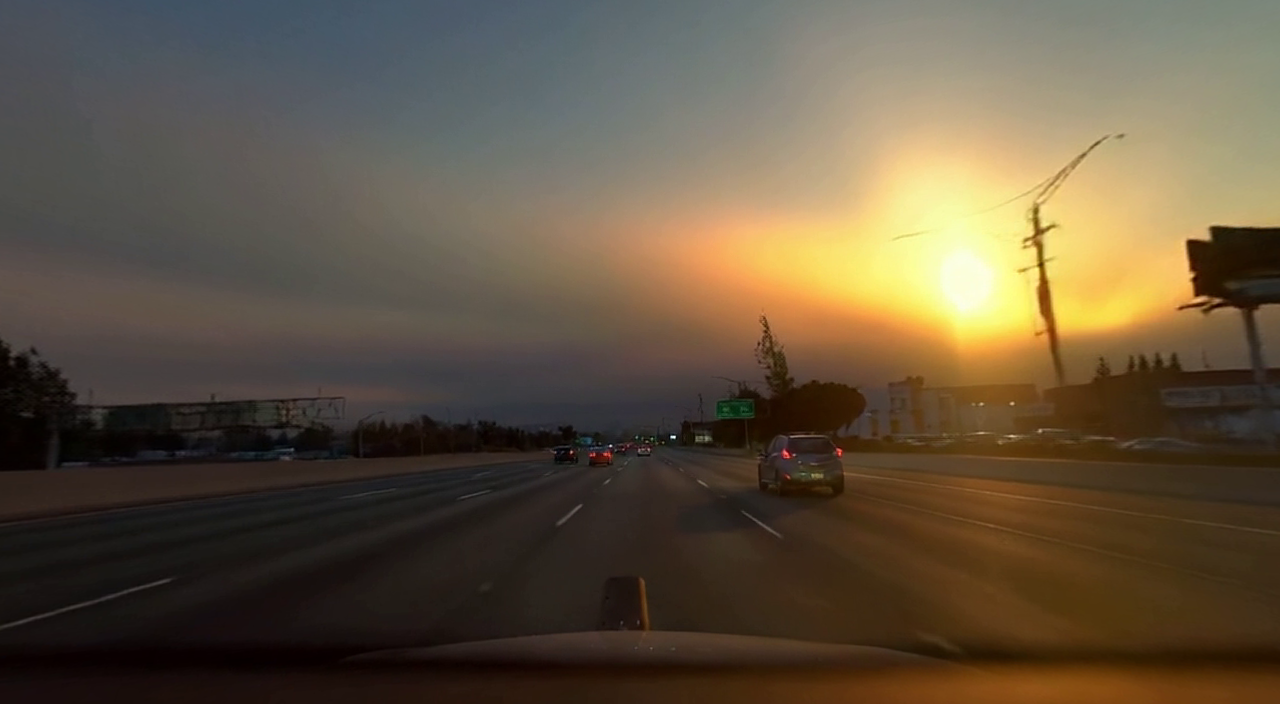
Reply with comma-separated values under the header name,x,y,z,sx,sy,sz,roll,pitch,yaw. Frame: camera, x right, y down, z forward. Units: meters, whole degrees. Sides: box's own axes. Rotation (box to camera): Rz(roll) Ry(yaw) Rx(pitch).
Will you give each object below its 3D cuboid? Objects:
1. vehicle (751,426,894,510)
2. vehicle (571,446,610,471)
name,x,y,z,sx,sy,sz,roll,pitch,yaw
vehicle,4.296,2.816,15.756,2.109,1.764,4.704,0,-9,0
vehicle,-3.103,6.785,40.317,2.139,1.510,4.506,0,-9,0
